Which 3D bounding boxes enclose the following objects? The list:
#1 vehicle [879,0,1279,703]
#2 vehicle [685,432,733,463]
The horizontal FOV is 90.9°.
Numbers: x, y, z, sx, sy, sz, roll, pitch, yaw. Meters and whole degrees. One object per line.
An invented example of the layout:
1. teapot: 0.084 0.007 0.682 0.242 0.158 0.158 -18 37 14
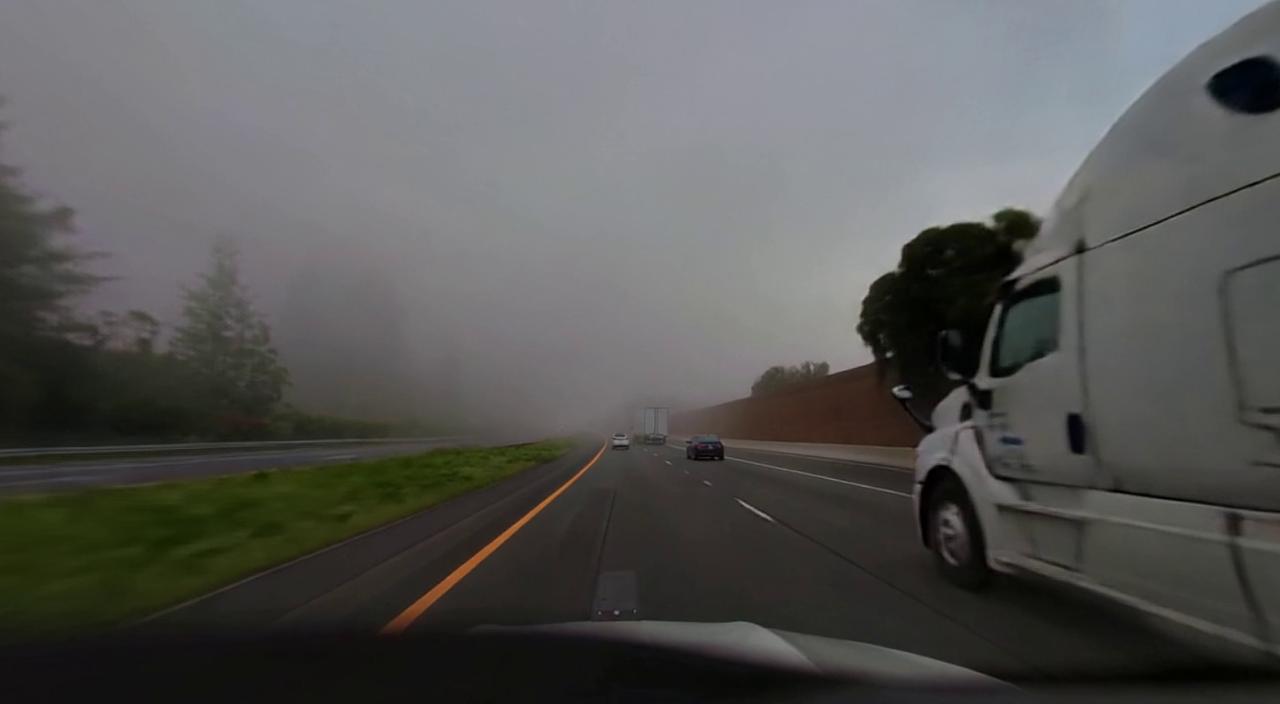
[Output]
1. vehicle: 4.303 -0.239 3.781 3.048 4.142 6.359 0 -7 -1
2. vehicle: 3.457 4.854 32.326 1.813 1.454 4.197 0 -7 -3
